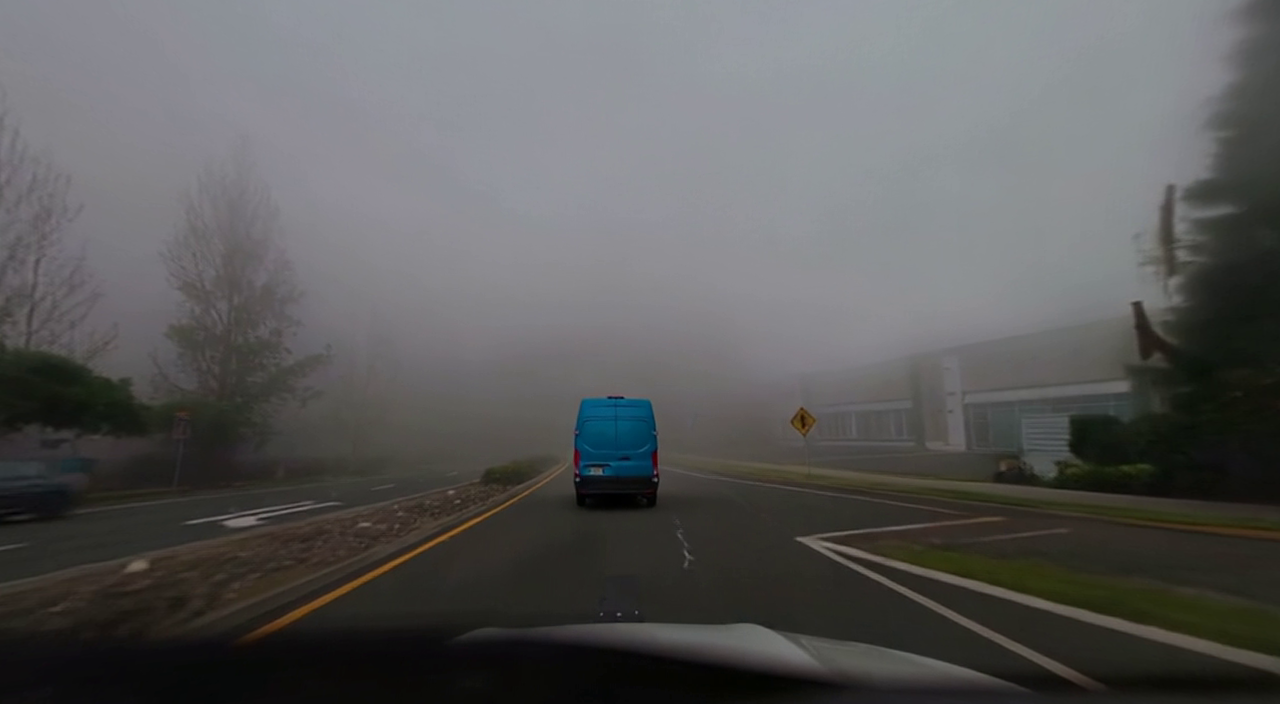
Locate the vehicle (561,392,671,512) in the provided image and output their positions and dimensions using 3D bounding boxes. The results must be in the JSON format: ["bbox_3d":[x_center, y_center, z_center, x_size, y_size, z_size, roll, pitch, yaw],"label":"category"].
[{"bbox_3d":[-0.833,2.626,16.782,2.432,2.624,5.670,1,-9,-6],"label":"vehicle"}]
